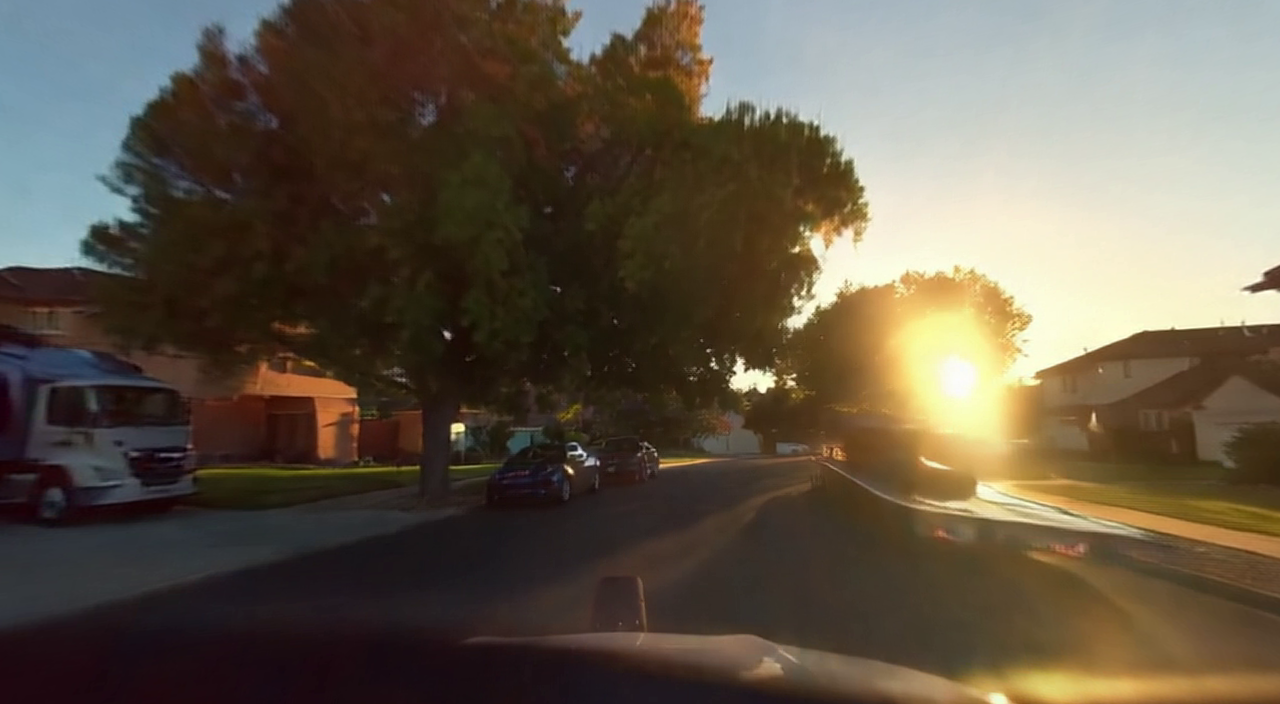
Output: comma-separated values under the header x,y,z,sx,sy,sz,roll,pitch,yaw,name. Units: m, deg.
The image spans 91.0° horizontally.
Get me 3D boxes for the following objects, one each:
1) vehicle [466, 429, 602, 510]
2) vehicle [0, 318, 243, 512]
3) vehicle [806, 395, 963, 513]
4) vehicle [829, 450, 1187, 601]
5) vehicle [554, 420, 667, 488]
x,y,z,sx,sy,sz,roll,pitch,yaw,name
-2.501,2.951,16.309,2.052,1.745,4.737,-2,-9,9,vehicle
-12.243,1.238,11.726,7.767,3.105,2.858,-1,-9,3,vehicle
6.153,2.690,16.866,2.697,2.558,5.635,-2,-9,9,vehicle
4.977,2.399,10.255,2.804,1.336,6.700,0,-7,10,vehicle
-0.931,3.932,24.556,2.632,2.249,6.179,-3,-9,15,vehicle
